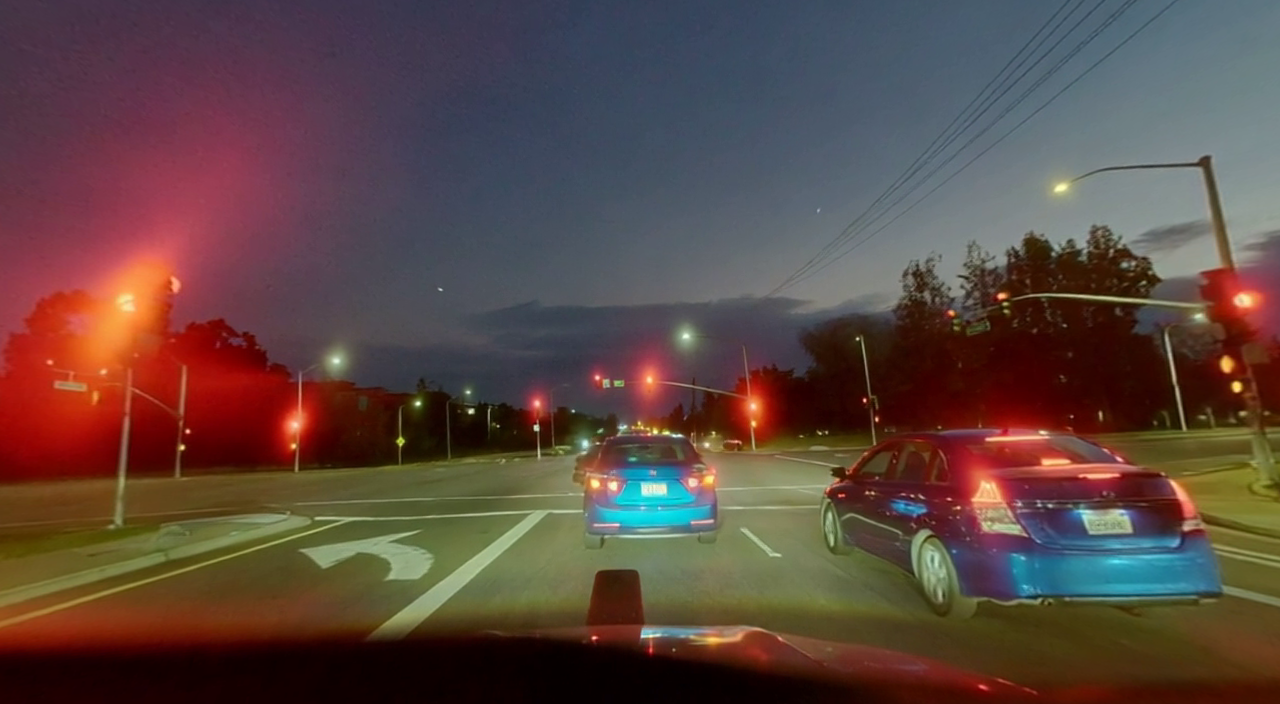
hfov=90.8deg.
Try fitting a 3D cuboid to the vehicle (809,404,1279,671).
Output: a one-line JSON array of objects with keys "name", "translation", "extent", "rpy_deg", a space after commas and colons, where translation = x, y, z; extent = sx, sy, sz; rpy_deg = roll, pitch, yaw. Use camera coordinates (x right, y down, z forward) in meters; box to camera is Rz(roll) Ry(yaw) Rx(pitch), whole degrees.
[{"name": "vehicle", "translation": [3.109, 1.332, 5.663], "extent": [2.004, 1.448, 4.263], "rpy_deg": [0, -8, 0]}]

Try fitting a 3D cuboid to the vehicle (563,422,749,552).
[{"name": "vehicle", "translation": [0.178, 1.821, 9.169], "extent": [2.110, 1.466, 3.860], "rpy_deg": [0, -8, 0]}]
